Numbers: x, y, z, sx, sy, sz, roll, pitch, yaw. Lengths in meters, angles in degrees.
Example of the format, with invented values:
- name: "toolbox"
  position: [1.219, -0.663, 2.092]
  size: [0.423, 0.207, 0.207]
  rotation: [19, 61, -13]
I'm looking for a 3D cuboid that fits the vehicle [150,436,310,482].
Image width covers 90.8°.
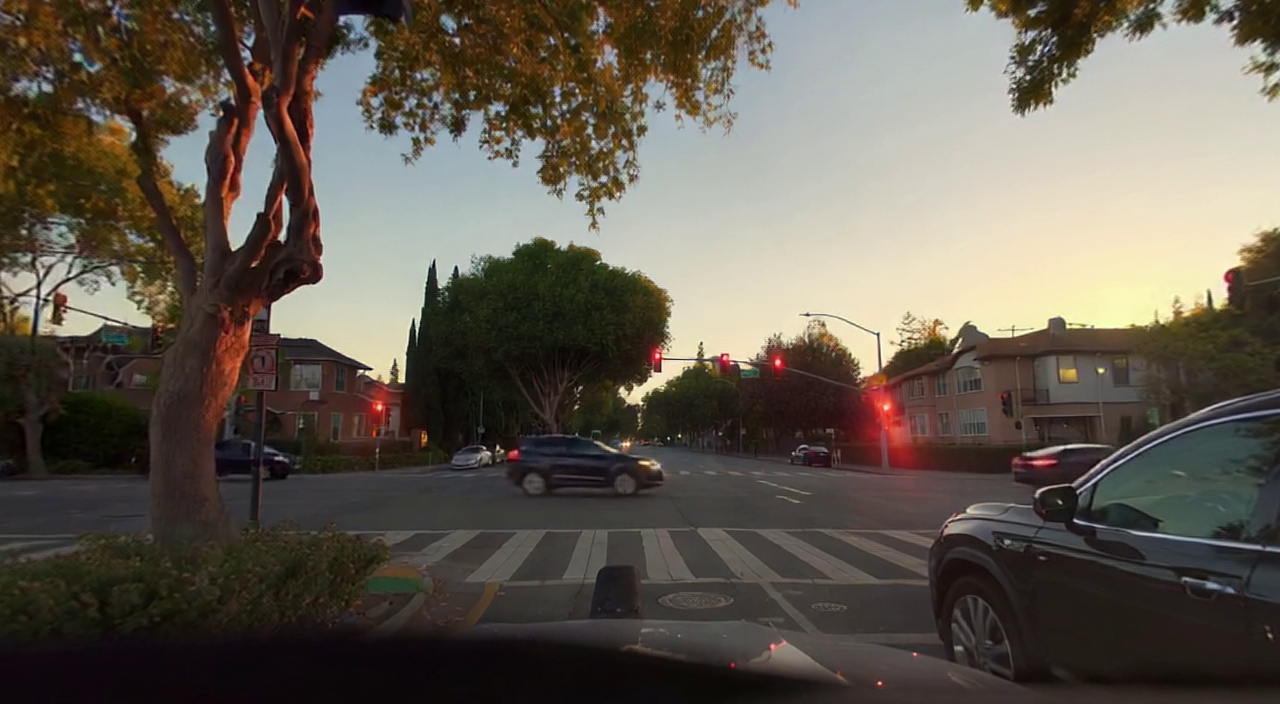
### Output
- name: "vehicle"
  position: [-15.358, 4.033, 23.964]
  size: [4.532, 1.633, 2.130]
  rotation: [2, -9, -10]

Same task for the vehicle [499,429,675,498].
- name: "vehicle"
  position: [-1.323, 2.911, 16.721]
  size: [4.332, 1.682, 2.025]
  rotation: [0, -9, -1]

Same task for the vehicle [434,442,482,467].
- name: "vehicle"
  position: [-13.767, 7.750, 48.055]
  size: [2.065, 1.775, 4.667]
  rotation: [0, -9, 2]

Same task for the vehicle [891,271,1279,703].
- name: "vehicle"
  position: [2.720, 0.710, 1.727]
  size: [2.085, 1.800, 4.908]
  rotation: [0, -9, 1]
